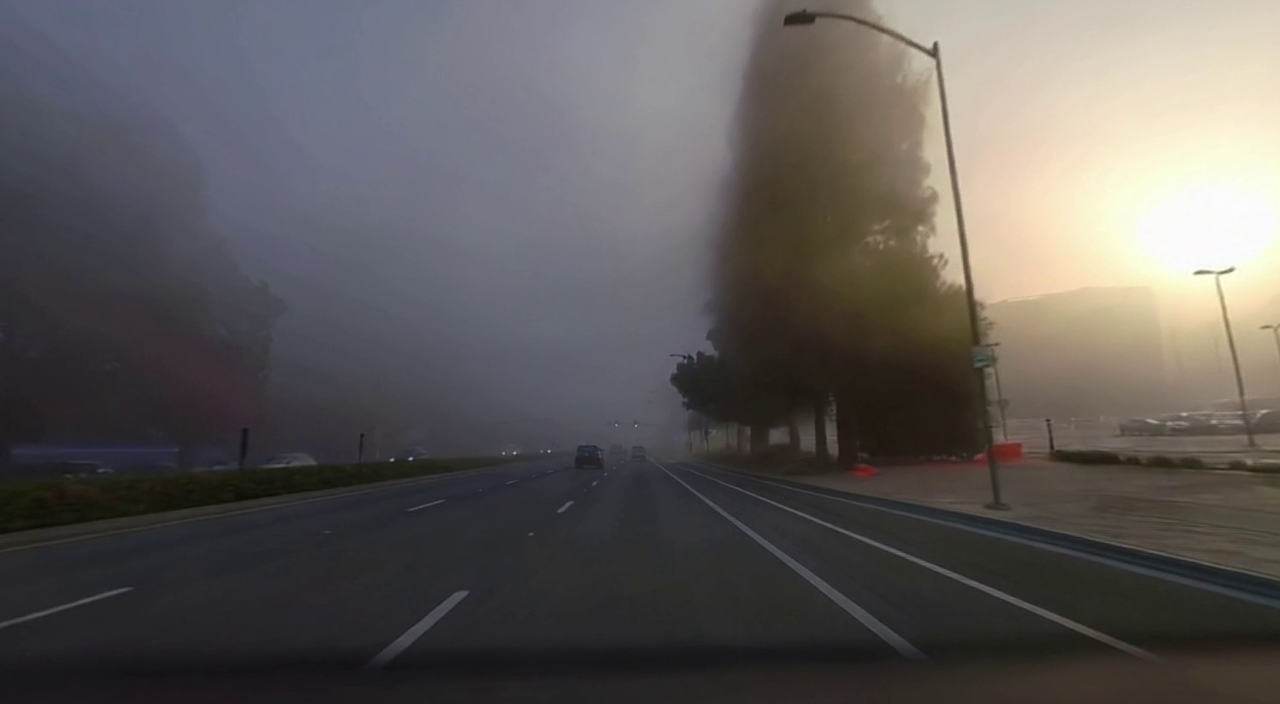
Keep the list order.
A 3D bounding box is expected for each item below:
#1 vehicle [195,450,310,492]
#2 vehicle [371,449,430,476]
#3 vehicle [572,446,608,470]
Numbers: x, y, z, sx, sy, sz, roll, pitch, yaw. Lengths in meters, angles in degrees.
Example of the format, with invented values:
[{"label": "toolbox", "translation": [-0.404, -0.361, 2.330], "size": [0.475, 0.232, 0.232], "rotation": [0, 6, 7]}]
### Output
[{"label": "vehicle", "translation": [-15.448, 4.718, 25.493], "size": [1.899, 1.518, 4.305], "rotation": [0, -8, 0]}, {"label": "vehicle", "translation": [-15.242, 7.046, 40.464], "size": [1.974, 1.602, 4.542], "rotation": [0, -8, 1]}, {"label": "vehicle", "translation": [-3.491, 7.490, 44.838], "size": [2.121, 1.654, 3.993], "rotation": [0, -8, 1]}]
